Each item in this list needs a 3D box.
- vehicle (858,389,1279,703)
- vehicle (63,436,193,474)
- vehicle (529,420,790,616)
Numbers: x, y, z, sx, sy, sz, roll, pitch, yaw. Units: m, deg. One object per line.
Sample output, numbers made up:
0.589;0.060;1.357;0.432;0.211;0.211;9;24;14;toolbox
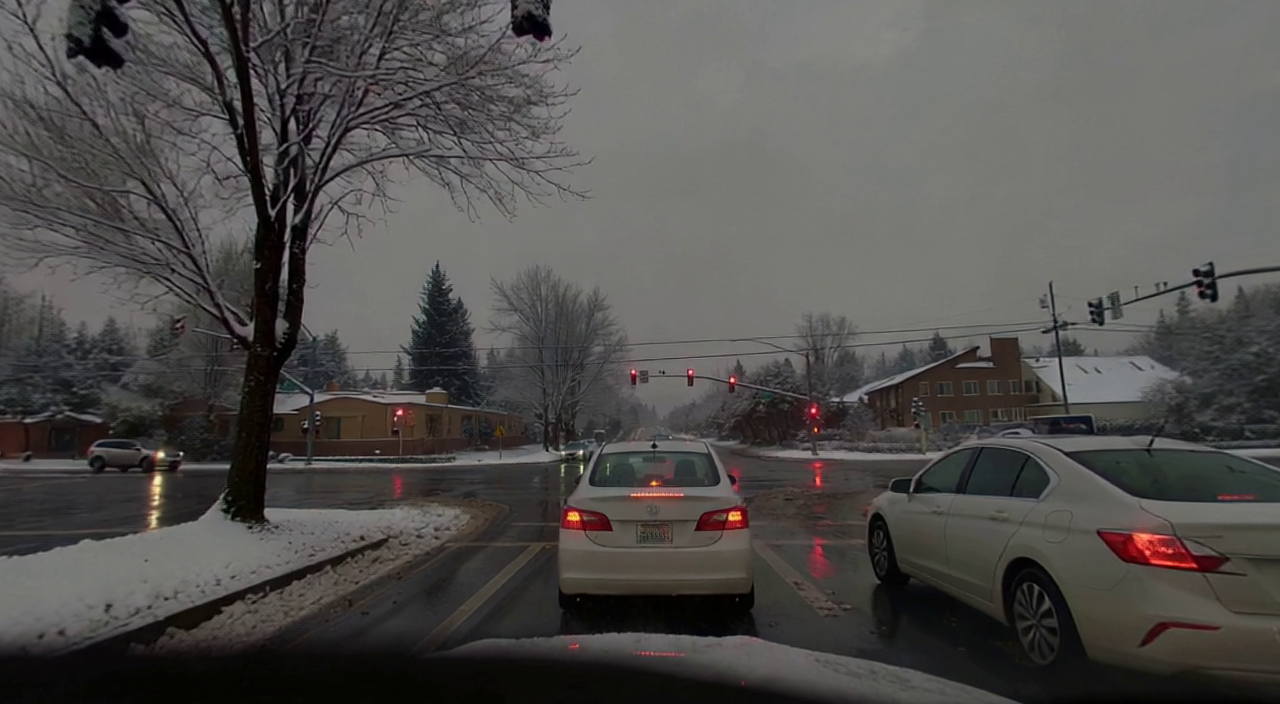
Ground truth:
3.179;1.124;3.889;1.931;1.493;4.555;0;-8;-1;vehicle
-24.261;4.871;29.999;4.450;1.684;1.894;0;-8;0;vehicle
0.112;1.568;6.868;2.017;1.485;3.813;0;-8;-1;vehicle
